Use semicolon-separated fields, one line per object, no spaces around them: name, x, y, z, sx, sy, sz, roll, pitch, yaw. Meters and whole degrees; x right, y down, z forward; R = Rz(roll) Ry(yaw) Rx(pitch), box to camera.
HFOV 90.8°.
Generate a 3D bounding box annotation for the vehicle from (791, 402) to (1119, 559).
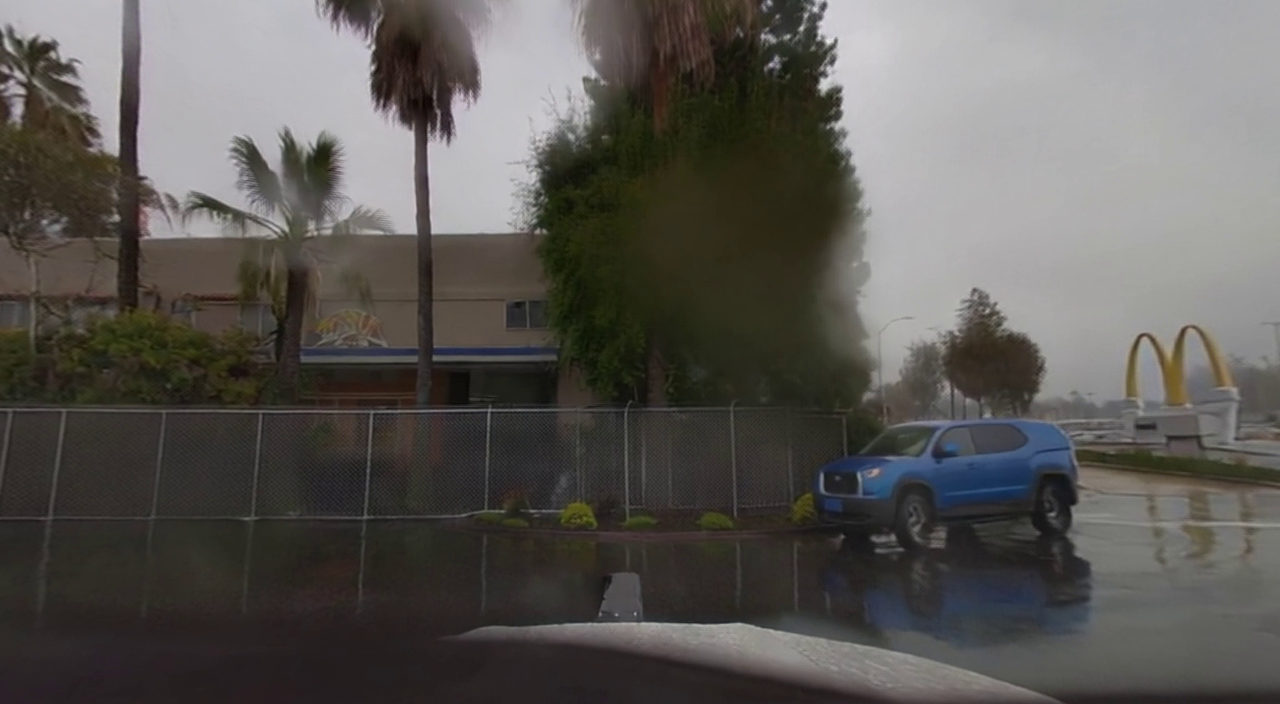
vehicle;4.624;1.732;9.278;4.365;1.791;2.073;4;-8;-28
